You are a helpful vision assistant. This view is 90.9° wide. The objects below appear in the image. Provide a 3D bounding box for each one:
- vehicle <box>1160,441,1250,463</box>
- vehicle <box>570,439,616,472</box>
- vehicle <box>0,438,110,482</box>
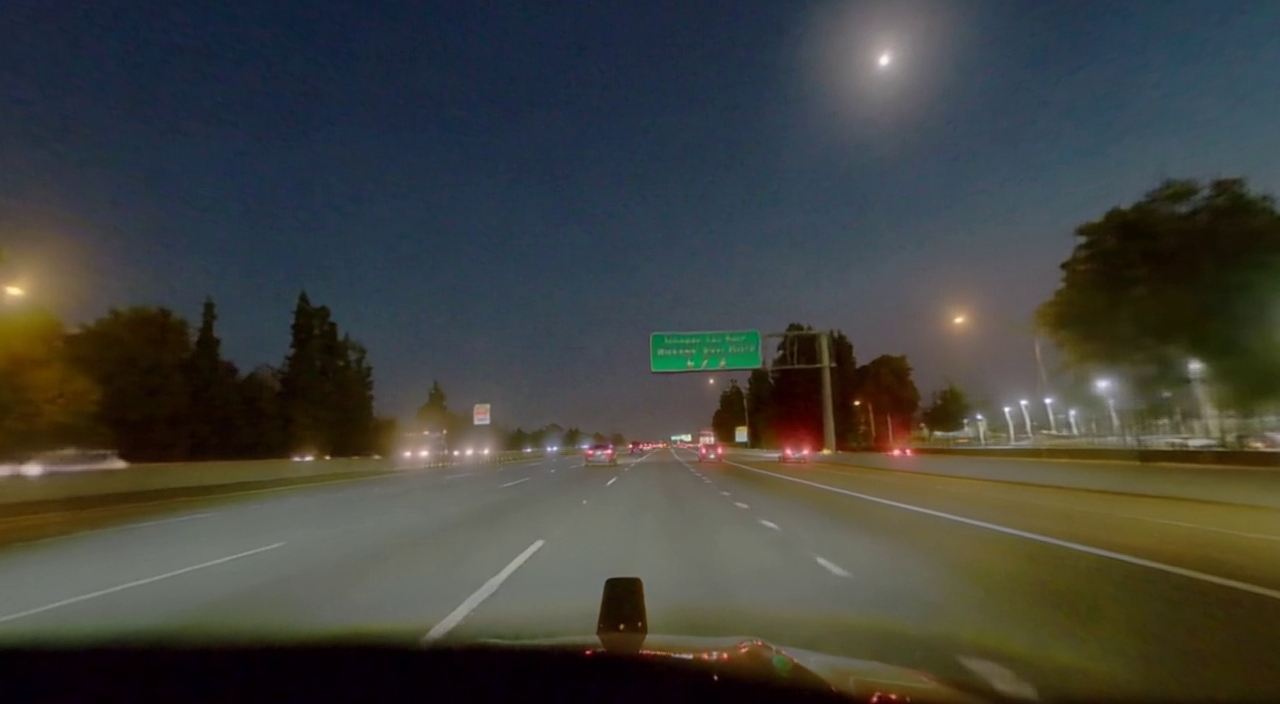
[{"bbox_3d":[39.059,6.935,43.747,1.848,1.440,4.347,1,-8,-10],"label":"vehicle"},{"bbox_3d":[-2.574,5.834,35.840,2.196,1.733,4.355,0,-8,1],"label":"vehicle"},{"bbox_3d":[-24.134,4.248,25.110,1.909,1.567,4.674,0,-8,1],"label":"vehicle"}]
